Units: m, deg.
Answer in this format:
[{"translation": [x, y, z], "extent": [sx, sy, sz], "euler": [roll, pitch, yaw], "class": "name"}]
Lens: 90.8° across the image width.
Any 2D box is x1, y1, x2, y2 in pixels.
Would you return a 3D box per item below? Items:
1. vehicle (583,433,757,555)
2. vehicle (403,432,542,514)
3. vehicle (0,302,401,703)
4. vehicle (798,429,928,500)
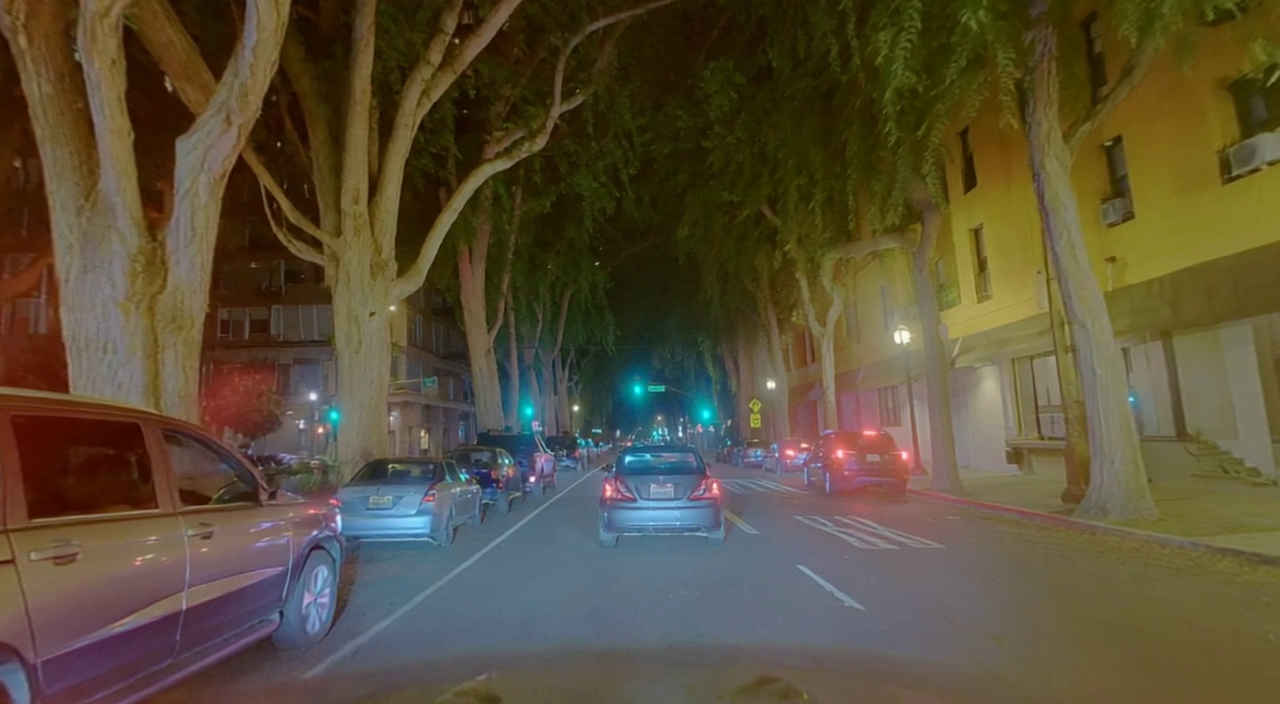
[{"translation": [0.272, 1.995, 9.576], "extent": [2.095, 1.438, 3.843], "euler": [0, -8, -3], "class": "vehicle"}, {"translation": [-3.512, 2.623, 14.245], "extent": [1.901, 1.522, 4.556], "euler": [0, -9, 0], "class": "vehicle"}, {"translation": [-3.266, 0.928, 3.391], "extent": [2.152, 1.802, 4.628], "euler": [0, -9, 0], "class": "vehicle"}, {"translation": [6.340, 3.256, 18.673], "extent": [2.025, 1.808, 4.579], "euler": [0, -9, -2], "class": "vehicle"}]
